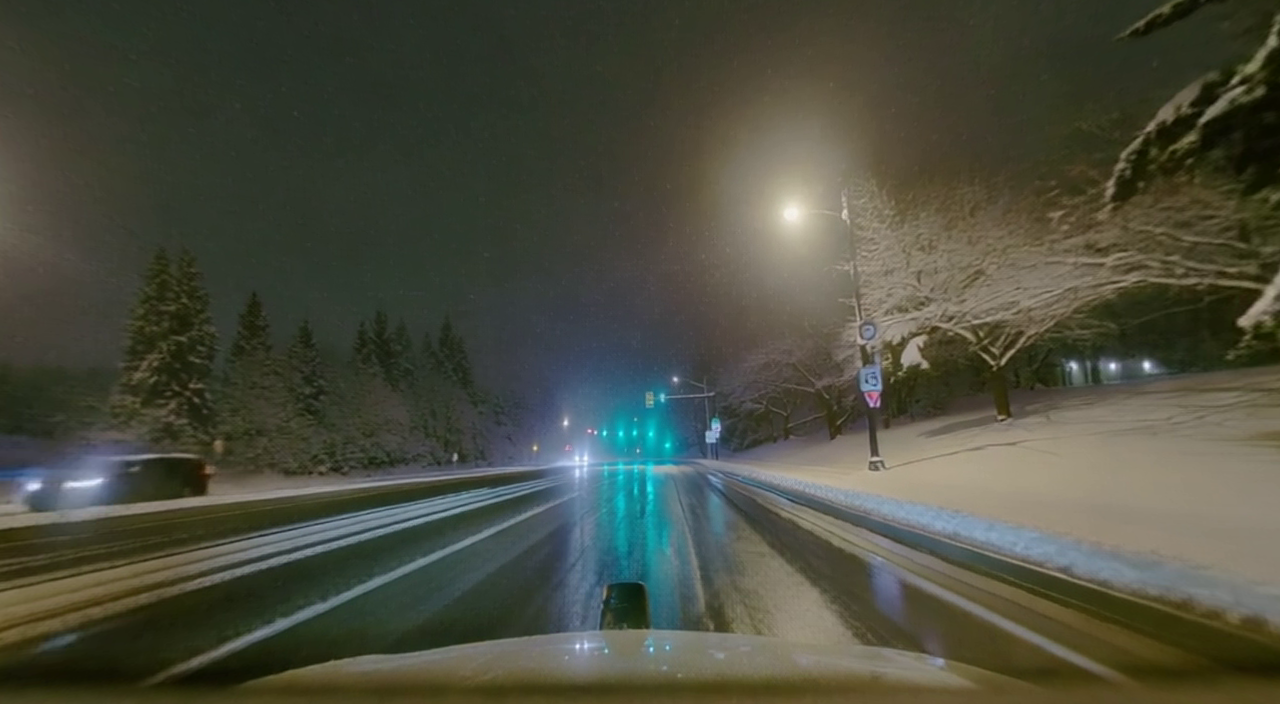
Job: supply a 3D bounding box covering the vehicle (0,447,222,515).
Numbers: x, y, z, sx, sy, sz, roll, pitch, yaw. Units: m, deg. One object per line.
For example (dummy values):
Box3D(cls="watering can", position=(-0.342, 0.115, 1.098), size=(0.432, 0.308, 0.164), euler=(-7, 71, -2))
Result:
Box3D(cls="vehicle", position=(-13.430, 3.175, 16.126), size=(2.240, 1.452, 4.518), euler=(0, -8, 3))
